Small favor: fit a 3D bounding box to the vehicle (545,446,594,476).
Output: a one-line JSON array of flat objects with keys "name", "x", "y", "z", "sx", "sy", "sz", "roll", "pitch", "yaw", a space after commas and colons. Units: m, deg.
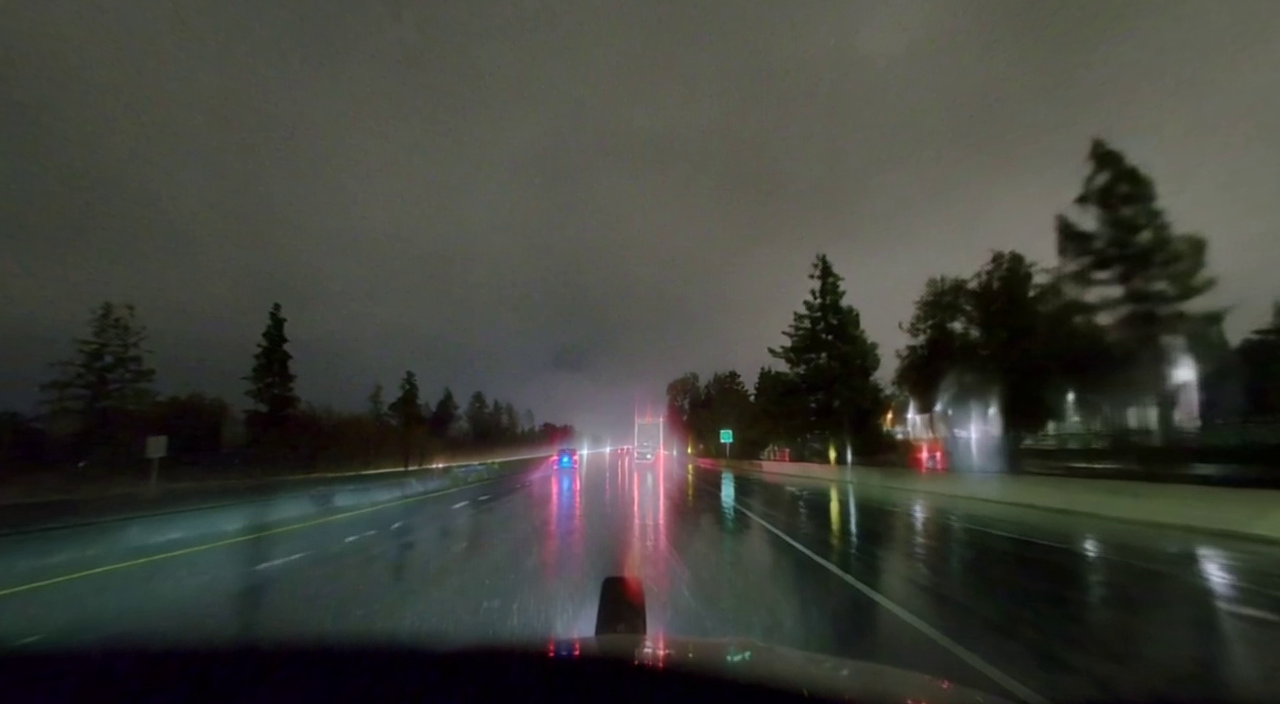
[{"name": "vehicle", "x": -3.806, "y": 5.991, "z": 34.897, "sx": 1.999, "sy": 1.533, "sz": 4.870, "roll": -1, "pitch": -9, "yaw": 2}]
